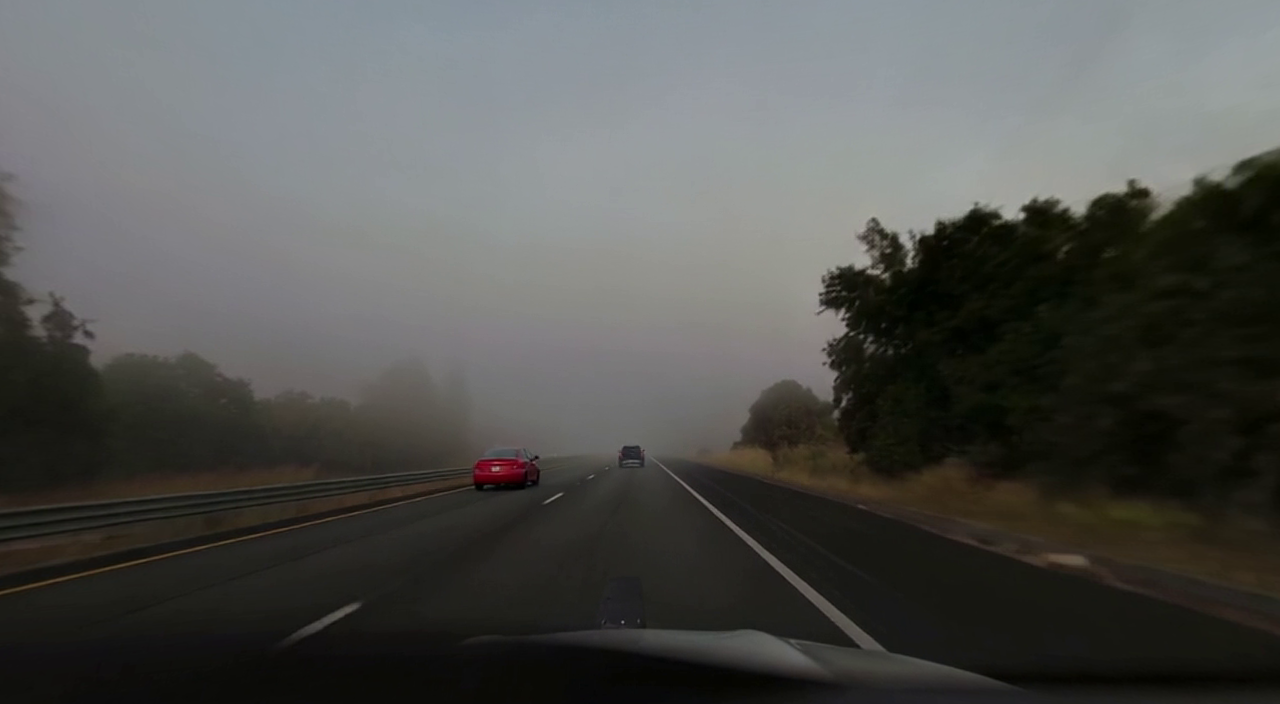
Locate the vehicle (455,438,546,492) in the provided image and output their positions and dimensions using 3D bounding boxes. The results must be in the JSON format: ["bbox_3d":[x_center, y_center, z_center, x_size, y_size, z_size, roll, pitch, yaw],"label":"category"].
[{"bbox_3d":[-4.634,3.822,21.587,2.113,1.656,4.215,0,-9,1],"label":"vehicle"}]

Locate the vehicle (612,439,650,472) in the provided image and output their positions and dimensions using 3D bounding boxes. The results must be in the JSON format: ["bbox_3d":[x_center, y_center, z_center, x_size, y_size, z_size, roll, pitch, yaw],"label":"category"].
[{"bbox_3d":[-0.523,6.040,36.885,2.126,1.786,3.958,0,-9,-1],"label":"vehicle"}]
